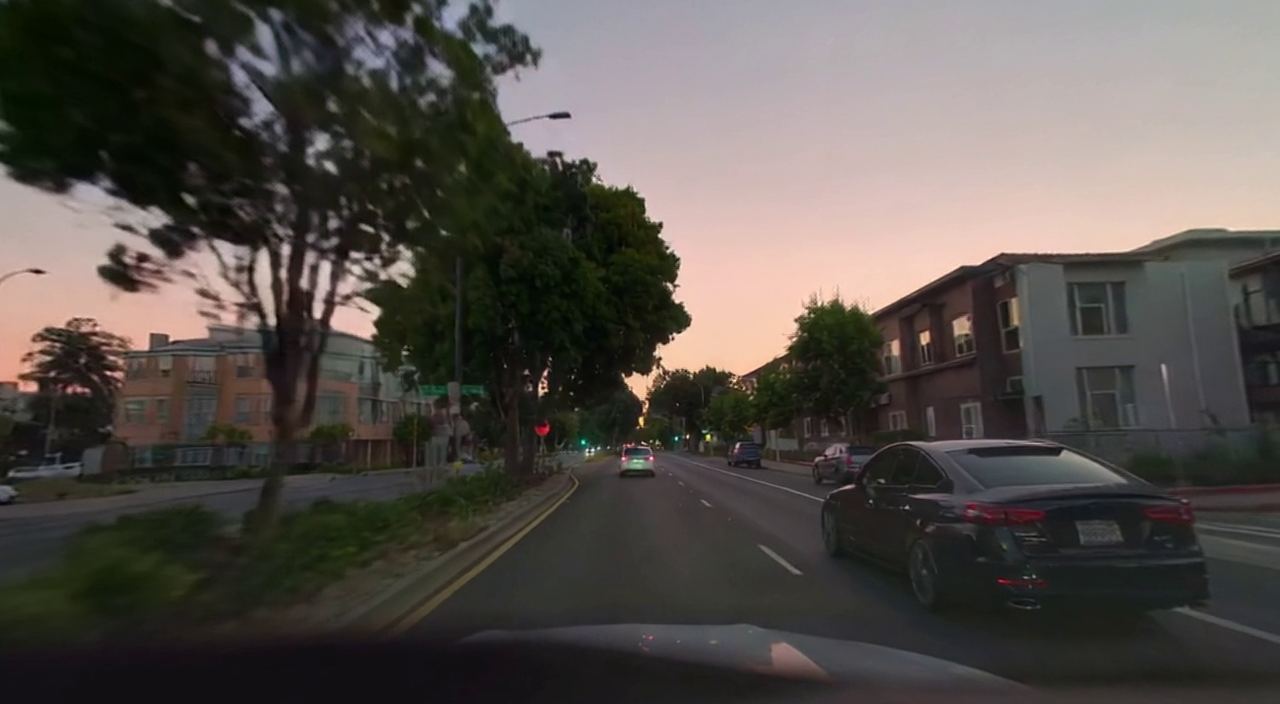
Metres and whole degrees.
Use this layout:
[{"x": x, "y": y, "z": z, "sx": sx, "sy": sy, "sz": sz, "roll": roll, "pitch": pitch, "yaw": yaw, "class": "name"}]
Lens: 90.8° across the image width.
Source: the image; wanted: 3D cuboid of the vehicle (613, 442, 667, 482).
[{"x": -0.028, "y": 4.395, "z": 25.459, "sx": 2.006, "sy": 1.487, "sz": 3.535, "roll": 0, "pitch": -9, "yaw": -1, "class": "vehicle"}]

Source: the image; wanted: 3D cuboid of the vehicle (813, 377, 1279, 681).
[{"x": 3.144, "y": 1.310, "z": 5.697, "sx": 1.949, "sy": 1.723, "sz": 4.020, "roll": 0, "pitch": -9, "yaw": -1, "class": "vehicle"}]

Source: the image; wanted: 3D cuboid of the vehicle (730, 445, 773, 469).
[{"x": 7.356, "y": 6.992, "z": 42.198, "sx": 1.936, "sy": 1.516, "sz": 4.579, "roll": 0, "pitch": -9, "yaw": -2, "class": "vehicle"}]

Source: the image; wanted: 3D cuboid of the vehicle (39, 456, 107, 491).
[{"x": -30.851, "y": 6.567, "z": 34.332, "sx": 4.272, "sy": 1.704, "sz": 2.031, "roll": -8, "pitch": -11, "yaw": 40, "class": "vehicle"}]

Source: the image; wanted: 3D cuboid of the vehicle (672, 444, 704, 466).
[{"x": 3.372, "y": 7.344, "z": 45.028, "sx": 1.910, "sy": 1.474, "sz": 4.003, "roll": 0, "pitch": -9, "yaw": -1, "class": "vehicle"}]
